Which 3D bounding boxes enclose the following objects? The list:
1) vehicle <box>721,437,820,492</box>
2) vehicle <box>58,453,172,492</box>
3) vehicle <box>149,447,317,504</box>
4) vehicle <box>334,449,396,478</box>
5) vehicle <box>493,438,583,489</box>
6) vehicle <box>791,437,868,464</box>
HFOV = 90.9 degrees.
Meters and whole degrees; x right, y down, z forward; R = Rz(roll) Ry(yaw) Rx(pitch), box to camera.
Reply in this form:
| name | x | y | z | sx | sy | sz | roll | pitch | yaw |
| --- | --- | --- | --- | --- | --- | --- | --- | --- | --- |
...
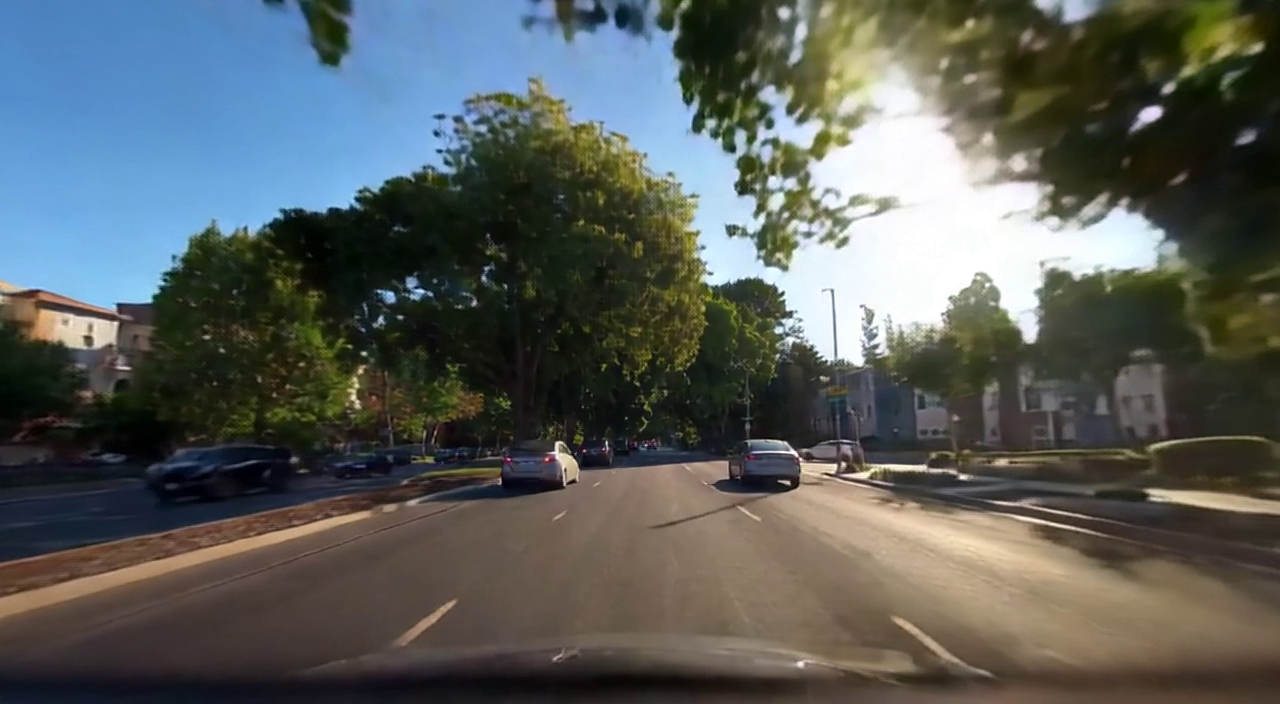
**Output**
| name | x | y | z | sx | sy | sz | roll | pitch | yaw |
| --- | --- | --- | --- | --- | --- | --- | --- | --- | --- |
| vehicle | 3.834 | 3.367 | 19.375 | 2.010 | 1.486 | 4.498 | 0 | -8 | -1 |
| vehicle | -26.894 | 6.143 | 32.544 | 1.928 | 1.764 | 4.599 | 0 | -8 | -1 |
| vehicle | -12.324 | 3.720 | 19.579 | 2.000 | 1.504 | 4.720 | 0 | -8 | 1 |
| vehicle | -15.837 | 6.426 | 36.475 | 1.804 | 1.502 | 3.839 | 0 | -8 | 1 |
| vehicle | -3.156 | 3.542 | 20.465 | 2.053 | 1.480 | 4.381 | 0 | -8 | 2 |
| vehicle | 12.581 | 6.539 | 42.097 | 4.717 | 1.733 | 1.994 | -2 | -8 | 10 |
